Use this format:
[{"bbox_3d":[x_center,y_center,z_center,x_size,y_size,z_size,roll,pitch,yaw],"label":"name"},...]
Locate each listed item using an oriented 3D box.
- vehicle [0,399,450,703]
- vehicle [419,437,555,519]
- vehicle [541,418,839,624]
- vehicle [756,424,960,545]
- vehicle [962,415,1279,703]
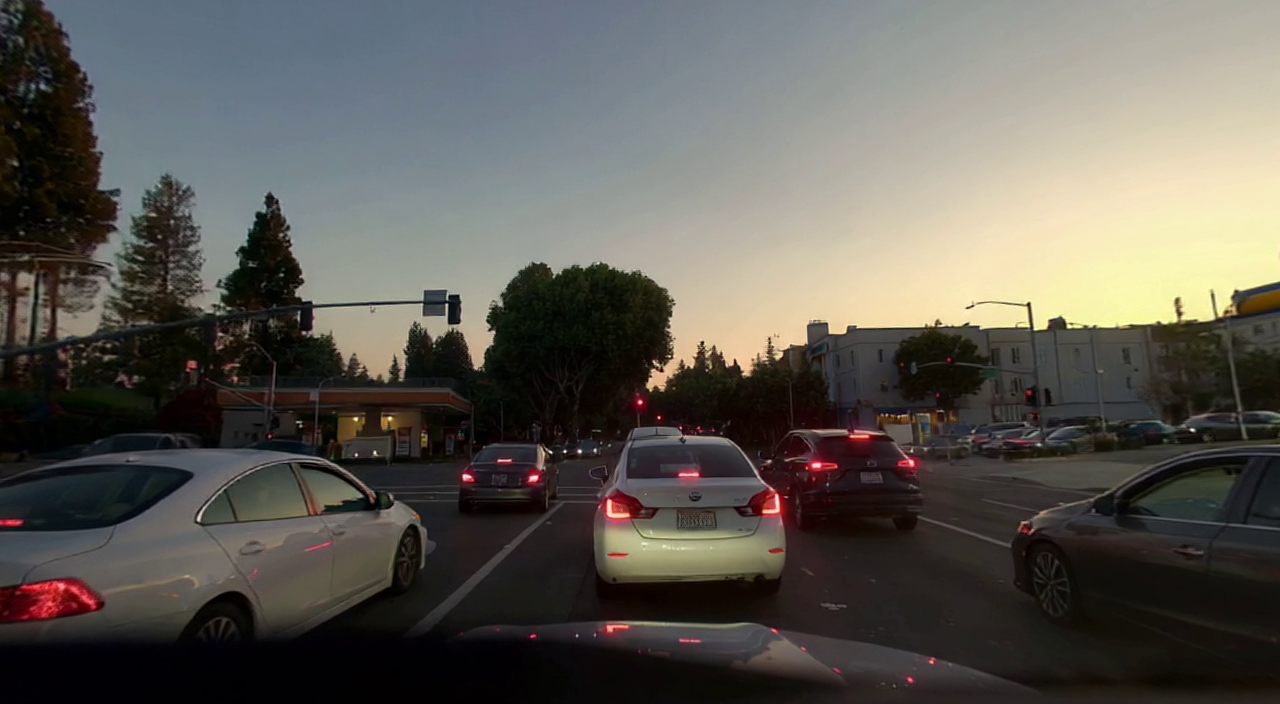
[{"bbox_3d":[-3.017,1.256,4.594,1.887,1.493,4.255,0,-9,1],"label":"vehicle"},{"bbox_3d":[-3.083,2.635,13.676,1.867,1.474,4.237,0,-9,1],"label":"vehicle"},{"bbox_3d":[0.319,1.587,6.924,2.220,1.507,4.317,0,-9,-2],"label":"vehicle"},{"bbox_3d":[3.372,2.125,10.744,1.947,1.630,4.127,0,-9,-1],"label":"vehicle"},{"bbox_3d":[4.166,1.139,3.625,1.950,1.497,4.686,0,-9,-3],"label":"vehicle"}]
